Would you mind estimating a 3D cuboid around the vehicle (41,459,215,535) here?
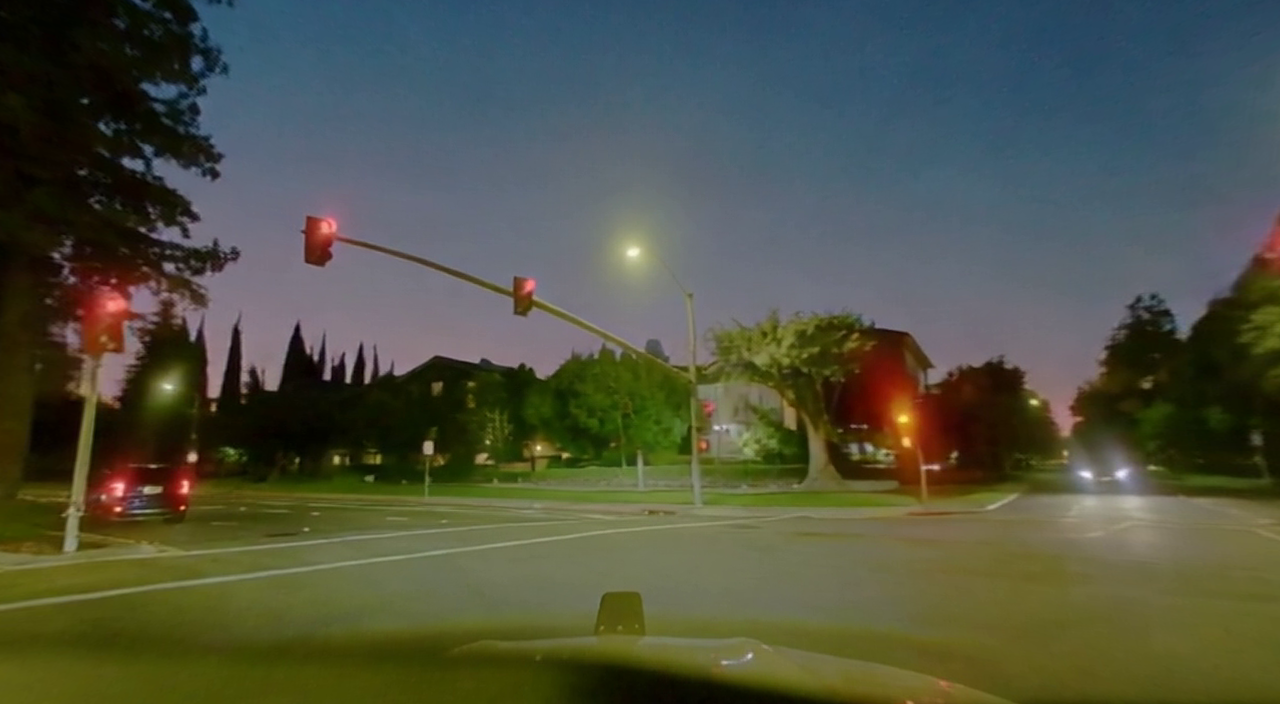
[{"bbox_3d":[-13.204,3.605,16.254,4.247,1.591,2.093,-5,-10,32],"label":"vehicle"}]
